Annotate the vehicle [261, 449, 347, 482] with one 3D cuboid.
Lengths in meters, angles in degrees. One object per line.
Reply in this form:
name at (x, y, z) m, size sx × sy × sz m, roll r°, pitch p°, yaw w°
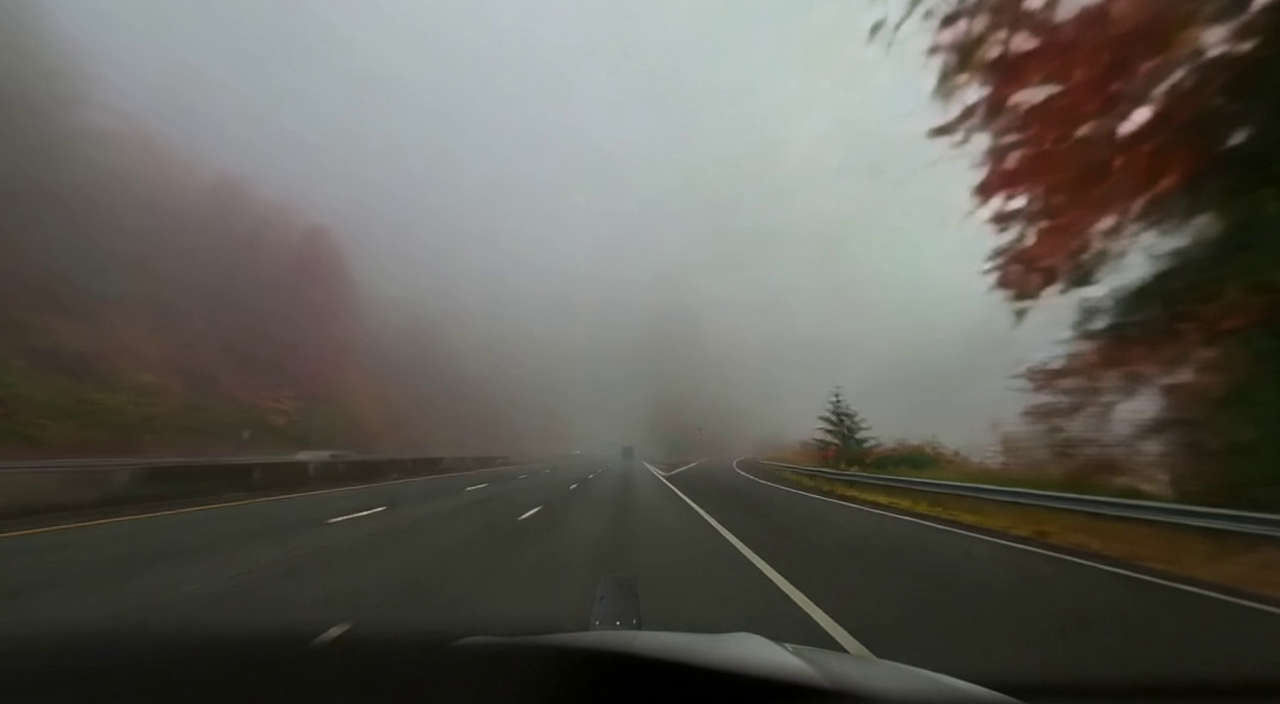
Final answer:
vehicle at (-16.591, 5.613, 31.212) m, size 1.865 × 1.502 × 4.230 m, roll -1°, pitch -9°, yaw 1°
